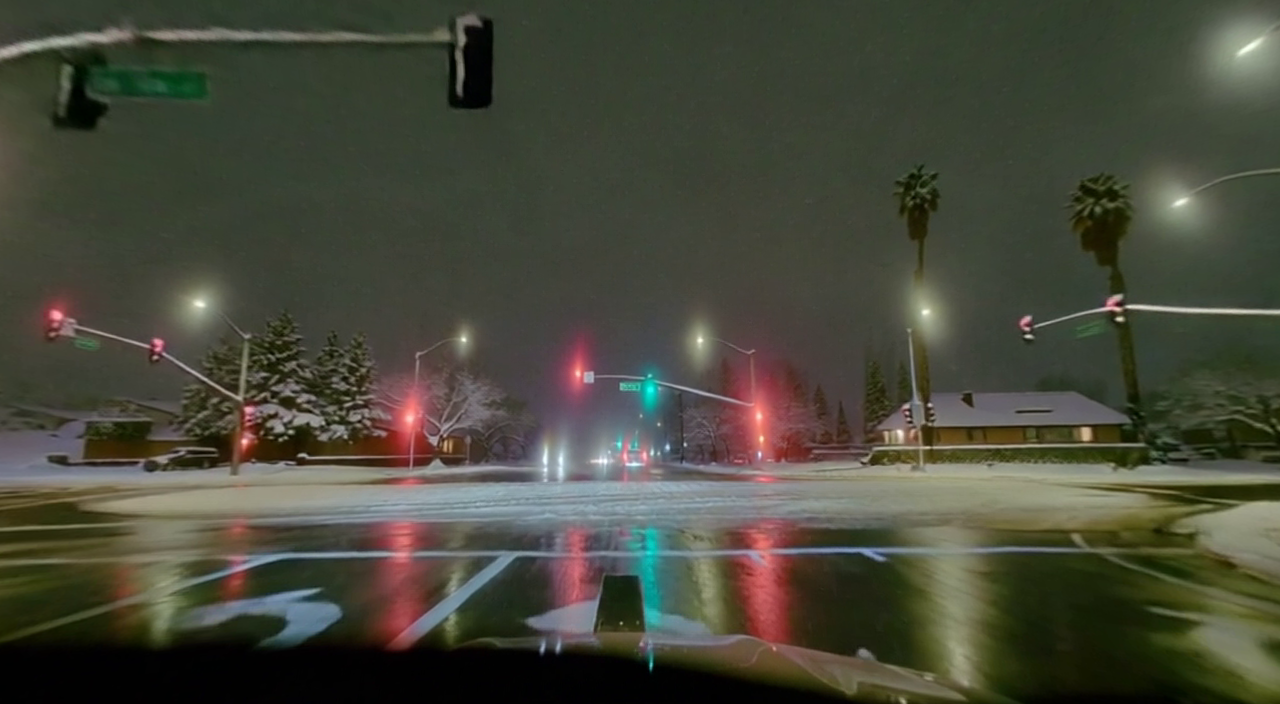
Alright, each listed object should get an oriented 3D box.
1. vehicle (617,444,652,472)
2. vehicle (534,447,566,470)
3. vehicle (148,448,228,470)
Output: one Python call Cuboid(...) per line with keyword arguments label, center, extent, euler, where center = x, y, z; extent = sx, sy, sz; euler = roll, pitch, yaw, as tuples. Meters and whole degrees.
Cuboid(label="vehicle", center=(-0.456, 7.486, 44.735), extent=(2.248, 1.833, 4.798), euler=(0, -8, -3))
Cuboid(label="vehicle", center=(-6.929, 8.229, 49.097), extent=(1.983, 1.684, 3.938), euler=(0, -8, -1))
Cuboid(label="vehicle", center=(-35.695, 8.438, 49.971), extent=(4.887, 1.546, 1.807), euler=(7, -11, -40))
